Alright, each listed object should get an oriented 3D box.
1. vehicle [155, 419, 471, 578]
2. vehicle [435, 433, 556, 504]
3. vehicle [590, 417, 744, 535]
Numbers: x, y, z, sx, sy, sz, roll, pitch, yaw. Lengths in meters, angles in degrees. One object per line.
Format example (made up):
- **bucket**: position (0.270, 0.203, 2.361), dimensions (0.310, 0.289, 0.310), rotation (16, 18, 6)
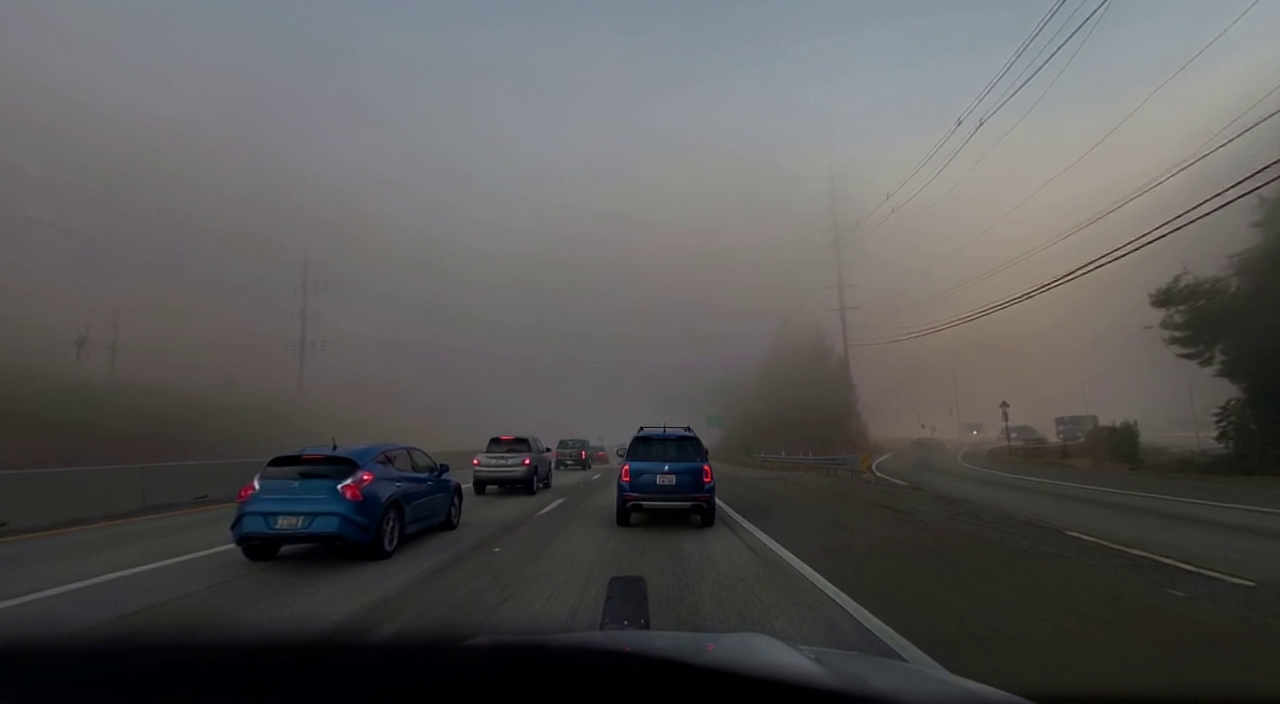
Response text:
- **vehicle**: position (-3.806, 1.765, 8.346), dimensions (1.999, 1.563, 4.007), rotation (0, -9, 0)
- **vehicle**: position (-3.634, 3.038, 16.846), dimensions (2.018, 1.621, 4.441), rotation (-1, -9, 2)
- **vehicle**: position (0.436, 2.087, 11.116), dimensions (2.205, 1.691, 3.937), rotation (0, -9, 1)
